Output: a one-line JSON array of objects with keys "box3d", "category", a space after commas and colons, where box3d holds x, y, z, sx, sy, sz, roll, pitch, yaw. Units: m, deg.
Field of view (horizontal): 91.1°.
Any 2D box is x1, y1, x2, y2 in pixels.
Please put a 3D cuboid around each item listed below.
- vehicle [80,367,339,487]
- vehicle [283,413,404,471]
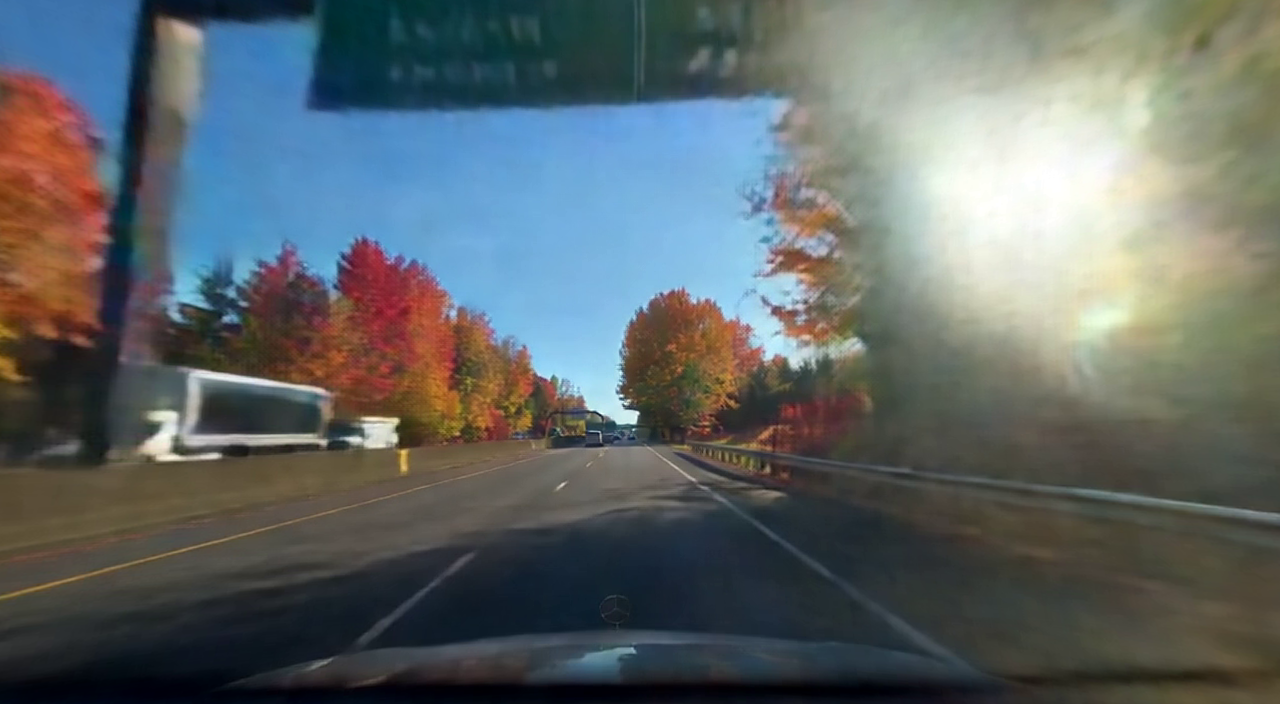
[{"box3d": [-15.770, 3.006, 24.607, 3.002, 3.700, 10.158, 0, -8, -1], "category": "vehicle"}, {"box3d": [-15.970, 4.927, 34.686, 2.695, 2.761, 8.265, 0, -8, -1], "category": "vehicle"}]
